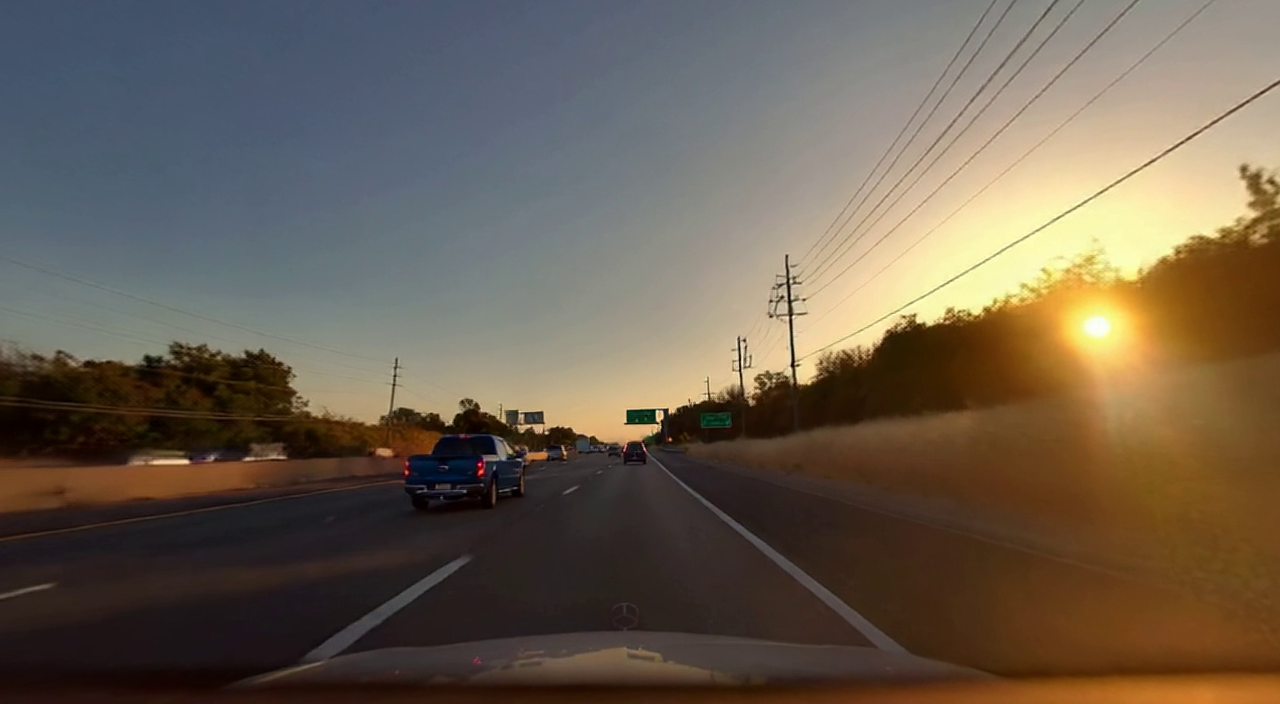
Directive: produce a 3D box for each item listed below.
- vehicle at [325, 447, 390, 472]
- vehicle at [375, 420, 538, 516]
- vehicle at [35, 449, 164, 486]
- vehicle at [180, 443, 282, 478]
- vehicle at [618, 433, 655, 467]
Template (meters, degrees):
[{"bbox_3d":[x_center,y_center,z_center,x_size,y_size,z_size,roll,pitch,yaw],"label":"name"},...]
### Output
[{"bbox_3d":[-17.760,6.758,39.981,1.961,1.455,4.675,0,-9,0],"label":"vehicle"},{"bbox_3d":[-3.943,2.617,14.767,2.204,1.812,5.289,0,-8,0],"label":"vehicle"},{"bbox_3d":[-25.095,5.368,29.595,1.964,1.550,4.603,0,-8,0],"label":"vehicle"},{"bbox_3d":[-21.099,5.599,32.894,2.034,1.653,4.825,0,-9,1],"label":"vehicle"},{"bbox_3d":[-0.272,6.474,41.793,2.358,2.144,4.713,0,-8,-1],"label":"vehicle"}]
